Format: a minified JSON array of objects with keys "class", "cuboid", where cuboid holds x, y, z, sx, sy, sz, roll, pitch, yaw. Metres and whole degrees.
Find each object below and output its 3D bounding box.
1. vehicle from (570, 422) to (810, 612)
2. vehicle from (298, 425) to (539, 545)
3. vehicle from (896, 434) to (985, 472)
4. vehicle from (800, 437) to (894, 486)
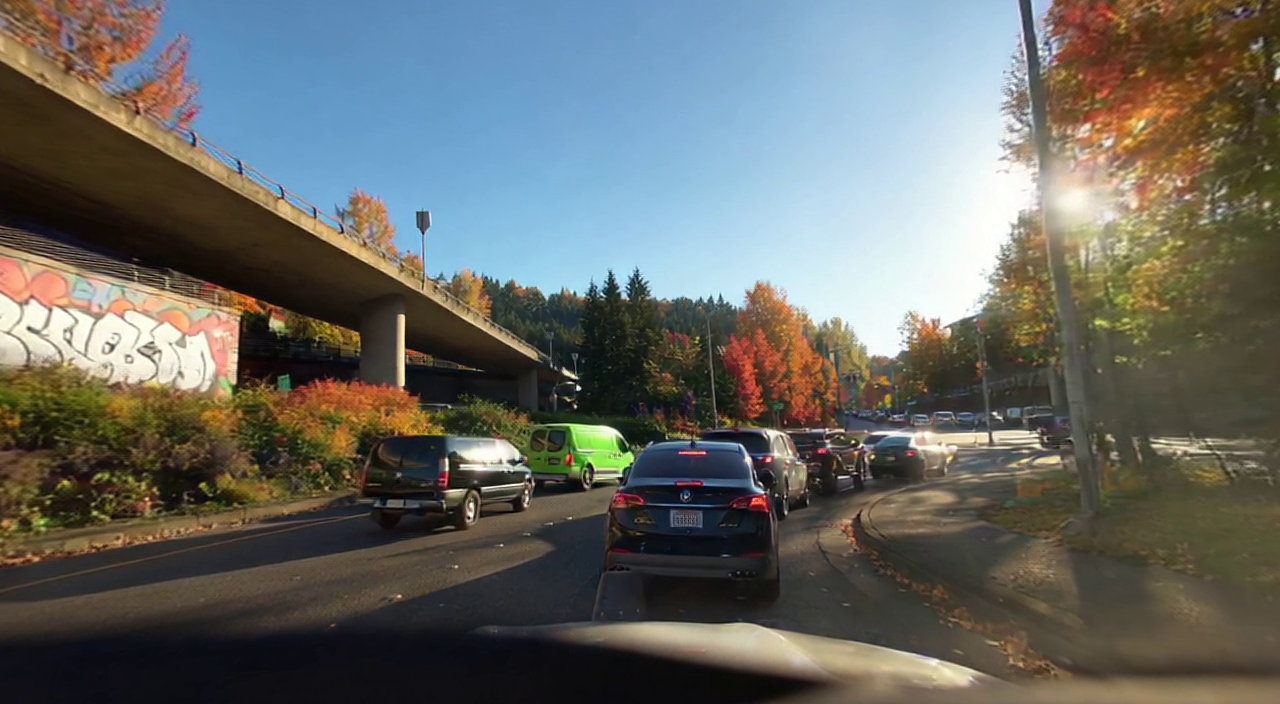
[{"class":"vehicle","cuboid":[0.843,1.663,7.197,2.064,1.515,3.722,-3,-9,15]},{"class":"vehicle","cuboid":[-3.332,2.087,10.448,1.921,1.554,4.081,-2,-9,11]},{"class":"vehicle","cuboid":[12.865,4.287,26.723,3.934,1.485,1.763,7,-11,-38]},{"class":"vehicle","cuboid":[6.940,3.577,20.746,1.780,1.446,3.902,-7,-11,35]}]
